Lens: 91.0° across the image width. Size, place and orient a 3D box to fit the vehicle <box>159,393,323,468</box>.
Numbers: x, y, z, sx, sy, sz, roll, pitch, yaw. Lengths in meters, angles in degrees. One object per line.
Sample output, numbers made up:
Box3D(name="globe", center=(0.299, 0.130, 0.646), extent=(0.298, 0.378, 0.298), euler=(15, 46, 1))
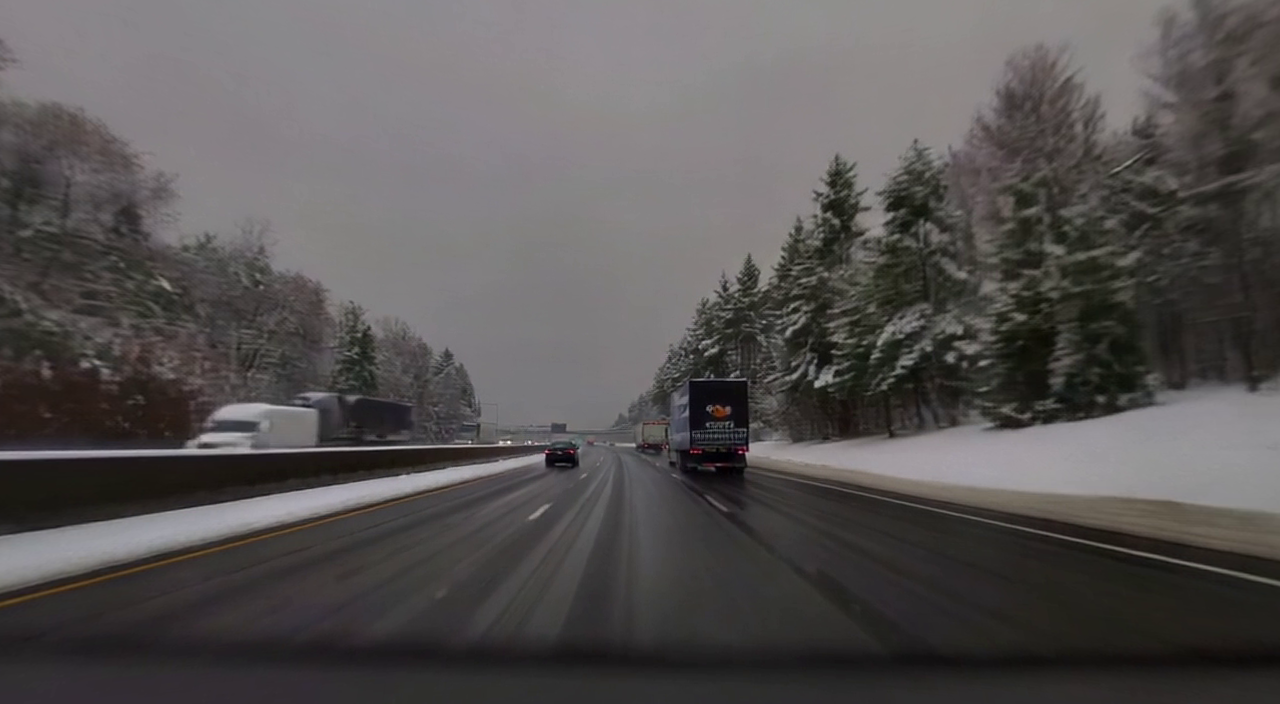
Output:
Box3D(name="vehicle", center=(-15.943, 3.270, 25.805), extent=(2.803, 2.673, 6.158), euler=(0, -8, -2))

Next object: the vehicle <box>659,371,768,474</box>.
Box3D(name="vehicle", center=(3.062, 3.704, 31.478), extent=(3.116, 3.992, 13.748), euler=(0, -8, -3))

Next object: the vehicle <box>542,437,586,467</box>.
Box3D(name="vehicle", center=(-4.451, 5.962, 37.662), extent=(2.206, 1.644, 4.027), euler=(0, -8, -1))
